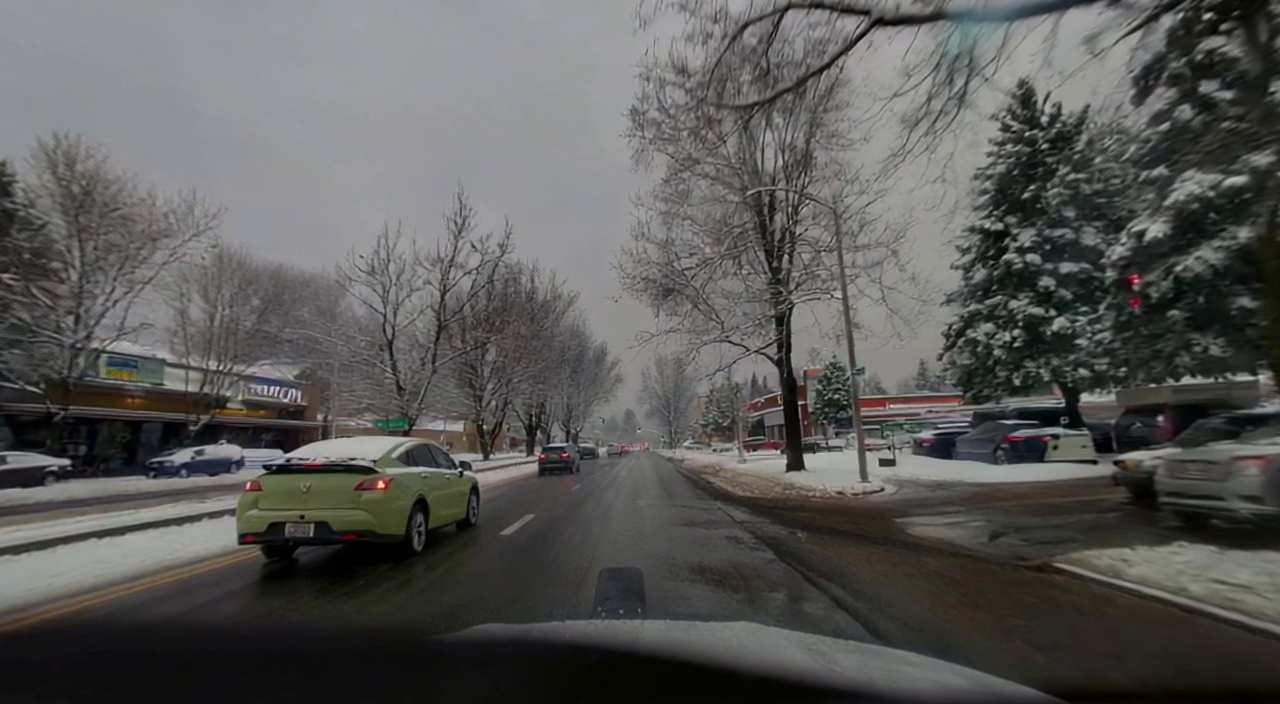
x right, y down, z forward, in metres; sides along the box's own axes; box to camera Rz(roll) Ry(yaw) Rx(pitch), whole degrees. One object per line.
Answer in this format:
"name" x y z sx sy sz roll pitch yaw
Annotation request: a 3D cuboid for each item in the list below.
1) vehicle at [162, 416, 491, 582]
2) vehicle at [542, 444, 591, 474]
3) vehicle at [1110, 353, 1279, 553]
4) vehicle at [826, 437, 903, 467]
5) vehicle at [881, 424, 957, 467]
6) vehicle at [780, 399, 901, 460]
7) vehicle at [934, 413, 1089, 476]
"vehicle" -3.720 1.836 8.725 2.126 1.655 4.560 0 -9 1
"vehicle" -3.753 5.534 32.937 1.955 1.461 4.396 0 -9 1
"vehicle" 9.783 1.212 7.849 5.990 2.130 2.180 0 -9 1
"vehicle" 12.250 5.403 34.262 2.090 1.501 4.732 -8 -12 43
"vehicle" 14.760 4.930 33.283 2.031 2.064 4.681 -9 -12 43
"vehicle" 15.499 6.093 49.352 8.300 4.310 2.832 -2 -9 1
"vehicle" 12.664 3.254 22.070 2.222 1.922 5.164 0 -9 0
